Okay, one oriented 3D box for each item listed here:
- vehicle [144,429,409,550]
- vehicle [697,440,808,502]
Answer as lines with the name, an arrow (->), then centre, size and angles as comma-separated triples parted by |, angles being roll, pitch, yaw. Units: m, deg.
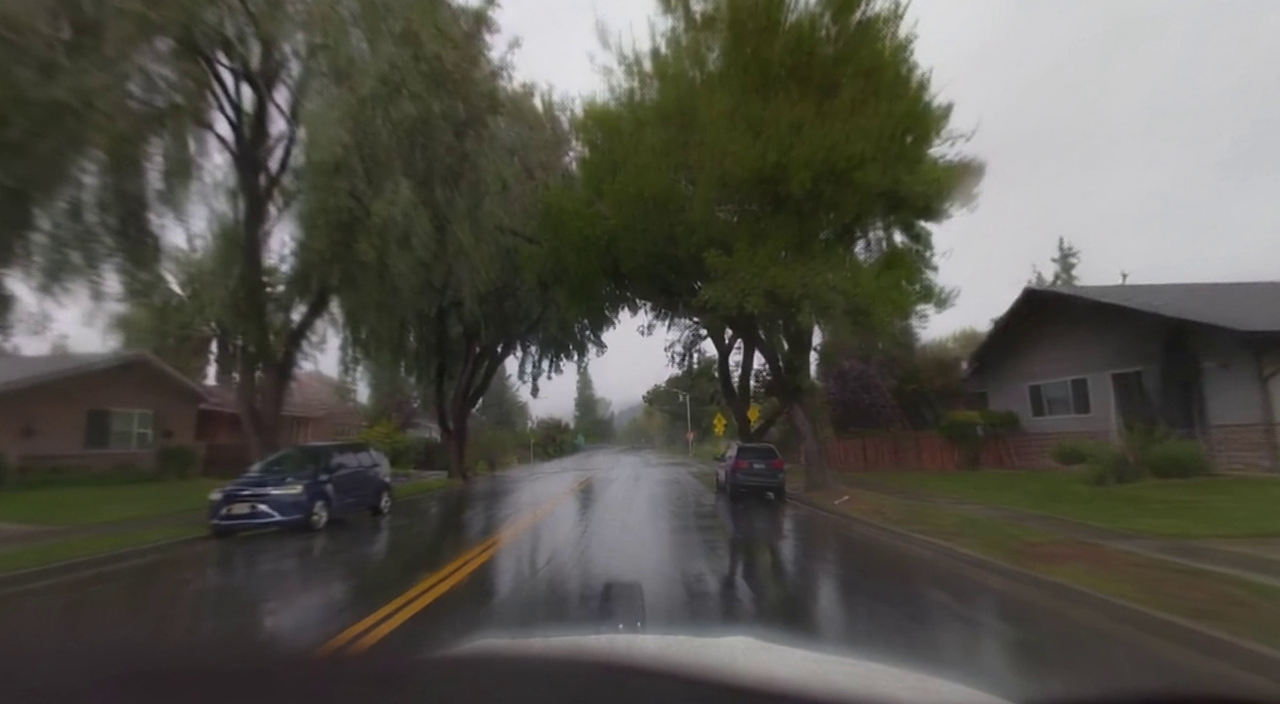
vehicle -> -6.928, 2.649, 13.119 | 2.225, 1.817, 5.731 | -3, -8, -1
vehicle -> 2.968, 3.258, 17.767 | 2.167, 1.479, 4.597 | 0, -9, -1
